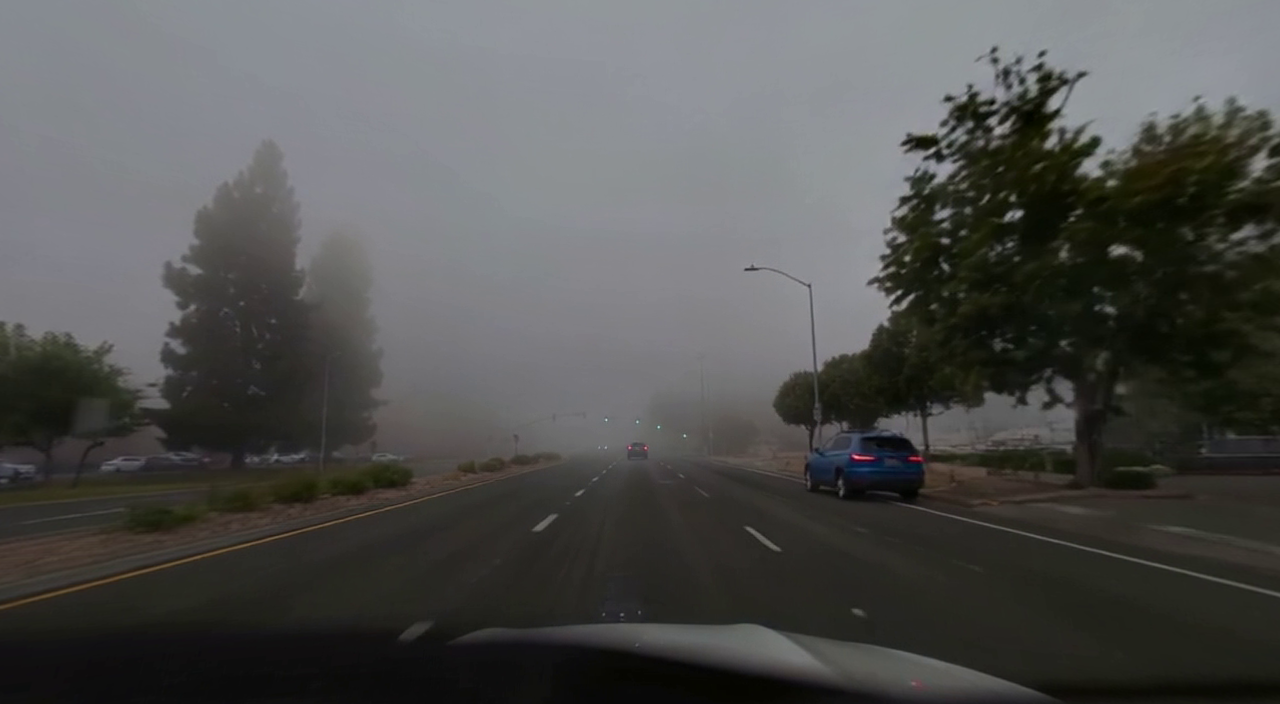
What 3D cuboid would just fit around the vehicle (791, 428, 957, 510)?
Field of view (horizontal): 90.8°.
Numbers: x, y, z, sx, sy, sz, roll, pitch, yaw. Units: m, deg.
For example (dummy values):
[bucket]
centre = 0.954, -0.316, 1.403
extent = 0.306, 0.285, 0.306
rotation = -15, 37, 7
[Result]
[vehicle]
centre = 5.867, 2.991, 16.720
extent = 2.295, 1.804, 4.971
rotation = 0, -8, -2
